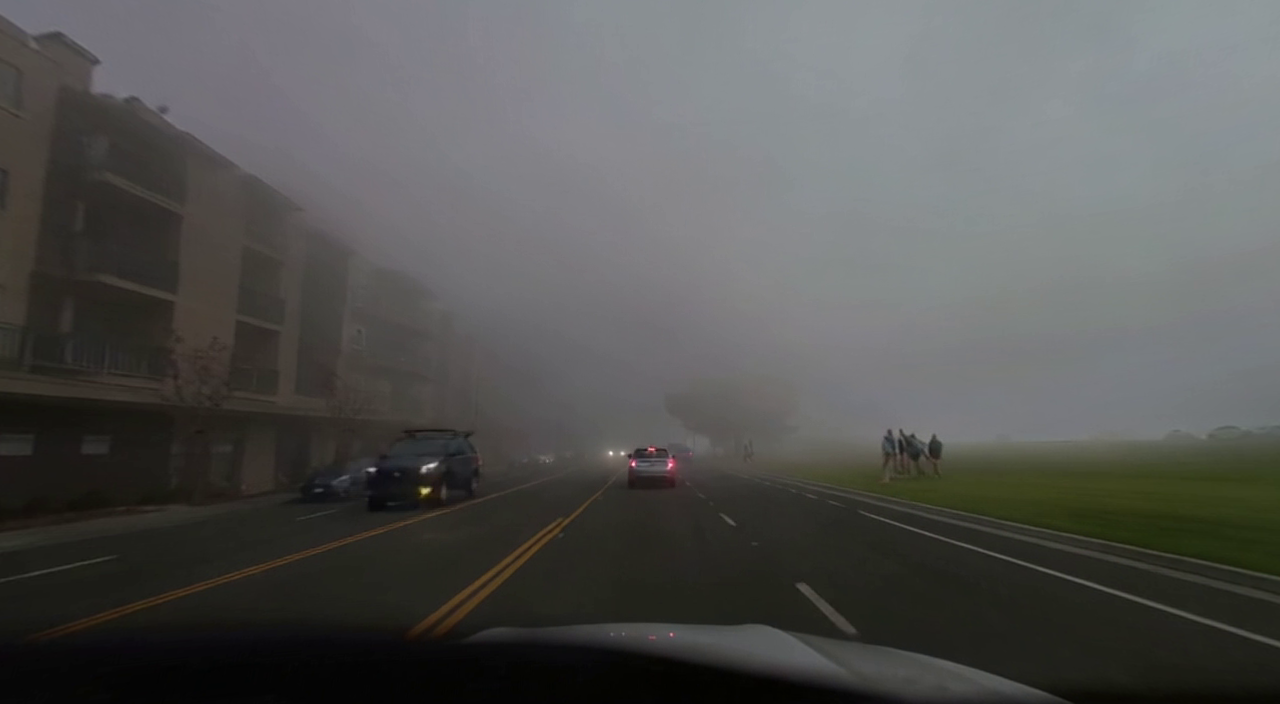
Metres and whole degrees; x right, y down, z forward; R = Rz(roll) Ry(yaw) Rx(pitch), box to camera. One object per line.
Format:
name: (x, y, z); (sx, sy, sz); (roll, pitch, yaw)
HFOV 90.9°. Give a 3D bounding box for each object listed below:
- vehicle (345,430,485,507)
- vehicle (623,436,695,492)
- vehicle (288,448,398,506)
vehicle: (-6.048, 3.183, 17.685); (2.065, 1.838, 4.846); (0, -9, 1)
vehicle: (0.577, 3.606, 20.558); (2.132, 1.632, 3.838); (0, -9, 0)
vehicle: (-10.213, 4.254, 22.015); (1.932, 1.607, 4.191); (-5, -8, -2)
